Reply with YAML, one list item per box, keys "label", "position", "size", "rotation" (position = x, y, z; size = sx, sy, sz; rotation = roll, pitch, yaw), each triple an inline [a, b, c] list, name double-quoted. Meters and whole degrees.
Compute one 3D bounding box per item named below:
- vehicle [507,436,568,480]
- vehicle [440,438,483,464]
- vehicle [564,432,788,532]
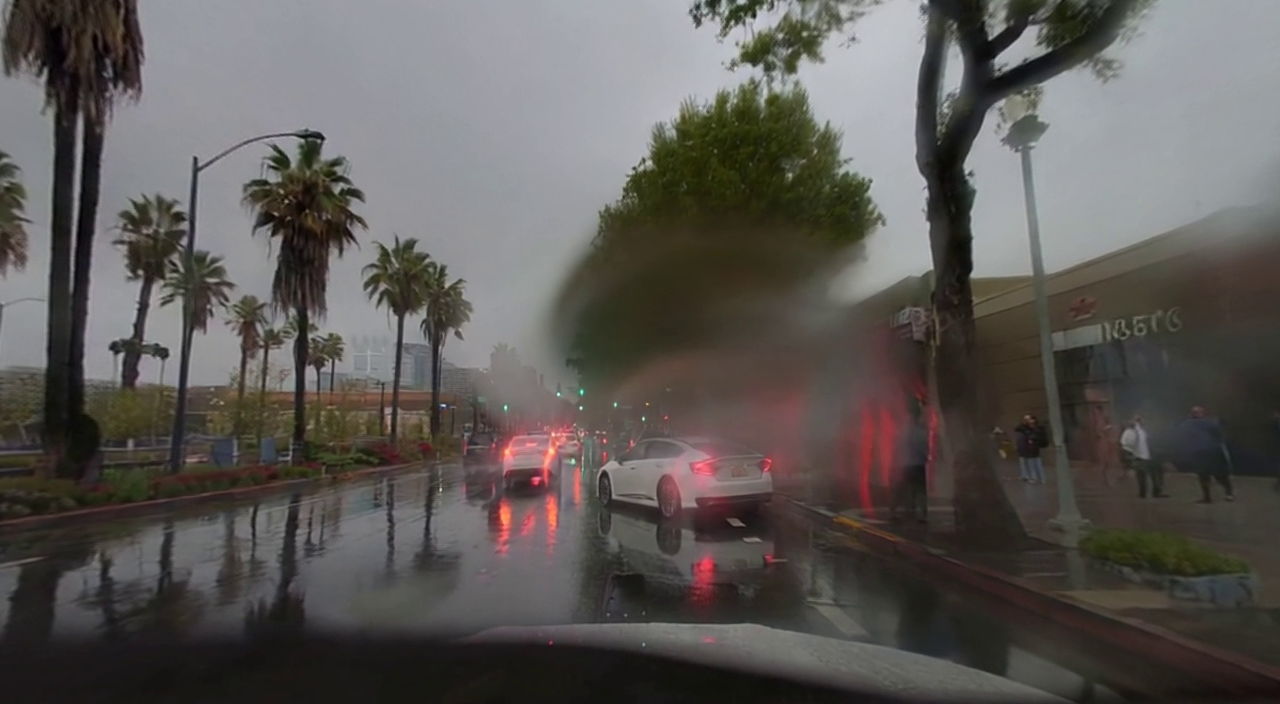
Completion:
- label: "vehicle"
  position: [-4.073, 4.277, 25.645]
  size: [2.039, 1.628, 4.331]
  rotation: [0, -9, -4]
- label: "vehicle"
  position: [-11.530, 6.415, 40.994]
  size: [1.930, 1.583, 4.423]
  rotation: [0, -9, -5]
- label: "vehicle"
  position: [0.411, 2.332, 11.976]
  size: [1.930, 1.477, 4.657]
  rotation: [5, -10, -30]
